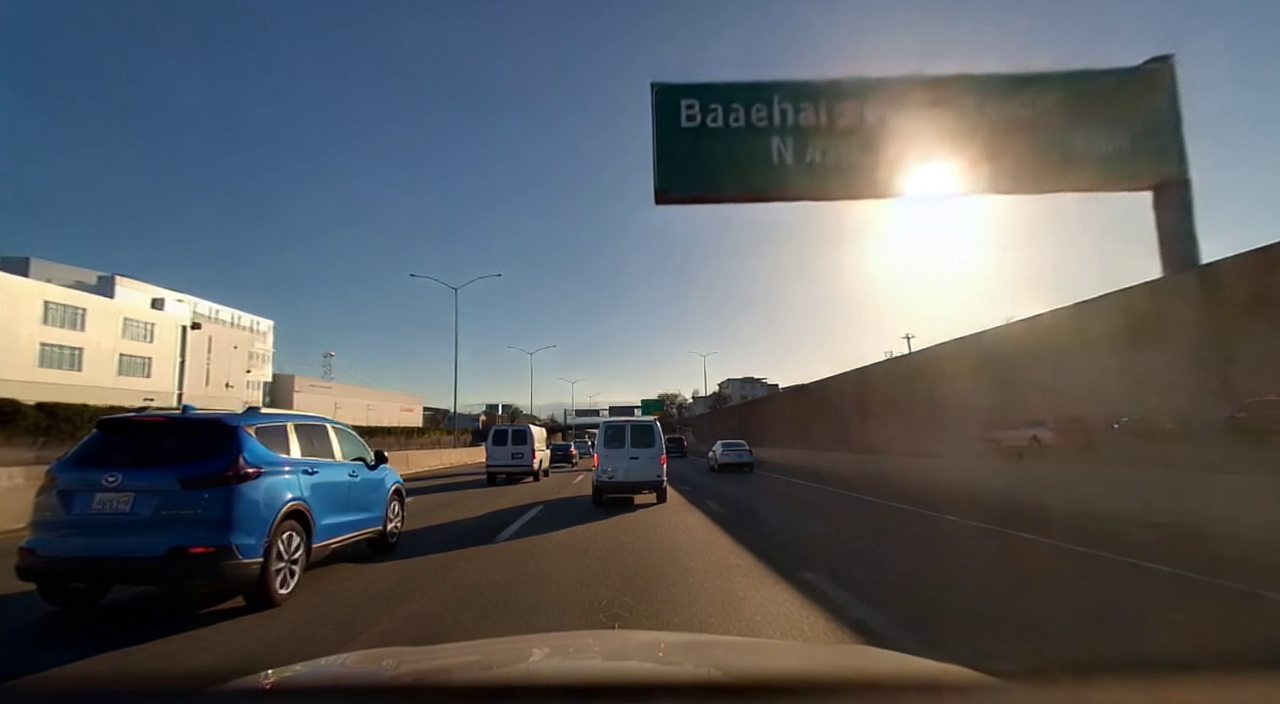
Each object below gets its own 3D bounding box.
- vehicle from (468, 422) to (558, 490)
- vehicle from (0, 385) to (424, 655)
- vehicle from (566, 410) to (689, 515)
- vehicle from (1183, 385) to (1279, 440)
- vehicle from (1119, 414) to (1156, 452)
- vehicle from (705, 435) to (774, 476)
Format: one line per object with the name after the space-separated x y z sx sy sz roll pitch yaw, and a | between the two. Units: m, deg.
-3.959 3.306 20.396 2.038 1.936 4.300 0 -8 -1 | vehicle
-3.866 1.376 6.252 1.972 1.703 4.333 0 -8 -1 | vehicle
-0.292 2.370 14.004 2.304 1.925 4.282 0 -8 -1 | vehicle
36.275 3.759 37.939 2.528 3.094 4.804 -1 -8 1 | vehicle
30.778 5.023 38.994 1.480 2.238 1.864 -6 -10 34 | vehicle
3.928 4.159 25.489 1.999 1.494 3.833 0 -8 -2 | vehicle
